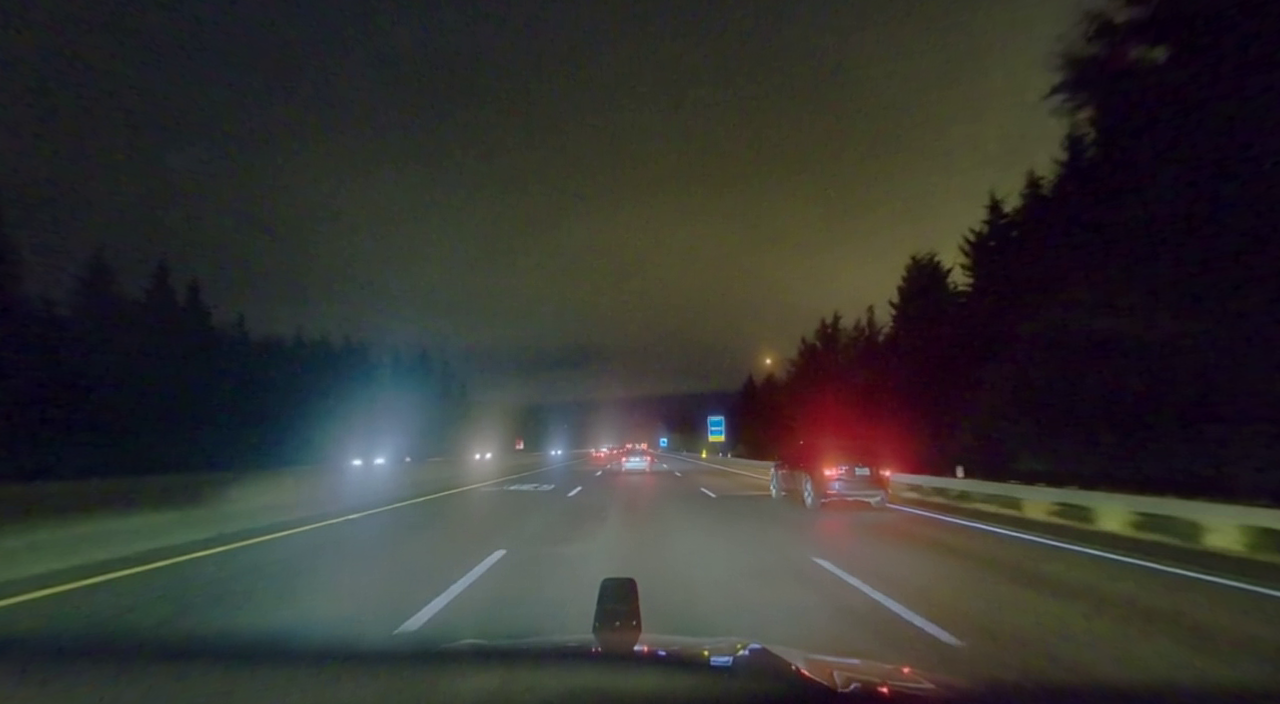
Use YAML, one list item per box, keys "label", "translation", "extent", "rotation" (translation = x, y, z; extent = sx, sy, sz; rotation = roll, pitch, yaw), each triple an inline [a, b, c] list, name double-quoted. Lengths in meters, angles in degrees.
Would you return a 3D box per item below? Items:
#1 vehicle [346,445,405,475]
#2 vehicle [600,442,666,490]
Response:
- label: "vehicle"
  translation: [-16.850, 6.869, 40.112]
  extent: [1.936, 1.768, 4.216]
  rotation: [-1, -9, 0]
- label: "vehicle"
  translation: [-0.258, 3.899, 21.798]
  extent: [2.066, 1.490, 3.759]
  rotation: [0, -9, -1]
